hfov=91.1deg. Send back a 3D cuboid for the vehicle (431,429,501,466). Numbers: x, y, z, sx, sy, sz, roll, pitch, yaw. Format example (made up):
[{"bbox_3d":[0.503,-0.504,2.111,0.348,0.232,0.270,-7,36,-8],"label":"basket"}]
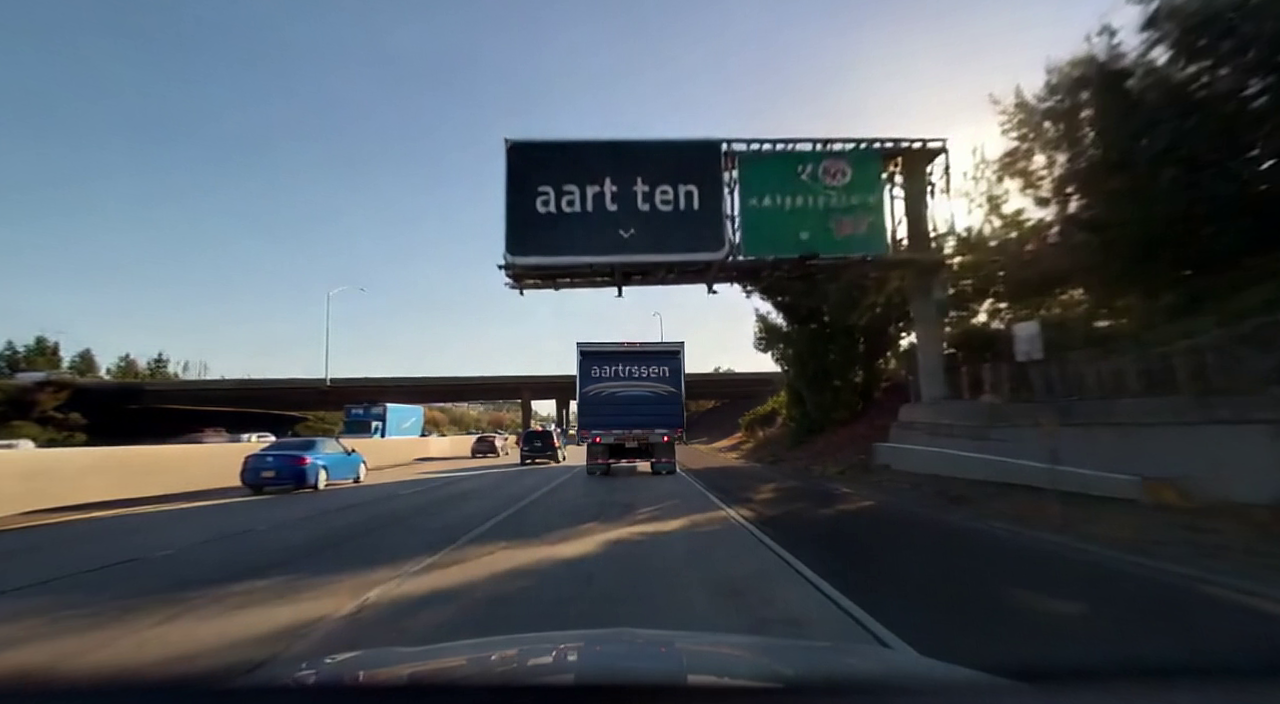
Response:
[{"bbox_3d":[-7.969,4.395,29.183,1.981,1.574,4.561,0,-8,-1],"label":"vehicle"}]

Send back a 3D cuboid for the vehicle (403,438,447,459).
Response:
[{"bbox_3d":[-16.147,7.250,47.394,1.886,1.538,4.033,0,-8,0],"label":"vehicle"}]

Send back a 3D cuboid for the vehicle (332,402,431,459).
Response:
[{"bbox_3d":[-19.758,6.185,49.079,3.034,3.950,10.763,0,-8,1],"label":"vehicle"}]

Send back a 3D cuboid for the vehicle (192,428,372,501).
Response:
[{"bbox_3d":[-8.177,2.576,14.892,1.940,1.488,3.976,0,-8,-1],"label":"vehicle"}]

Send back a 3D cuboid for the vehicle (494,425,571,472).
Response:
[{"bbox_3d":[-4.140,3.807,25.095,2.168,1.671,4.888,0,-8,1],"label":"vehicle"}]

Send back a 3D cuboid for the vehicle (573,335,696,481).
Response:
[{"bbox_3d":[-0.207,2.259,23.100,3.442,4.106,10.719,0,-8,-1],"label":"vehicle"}]
